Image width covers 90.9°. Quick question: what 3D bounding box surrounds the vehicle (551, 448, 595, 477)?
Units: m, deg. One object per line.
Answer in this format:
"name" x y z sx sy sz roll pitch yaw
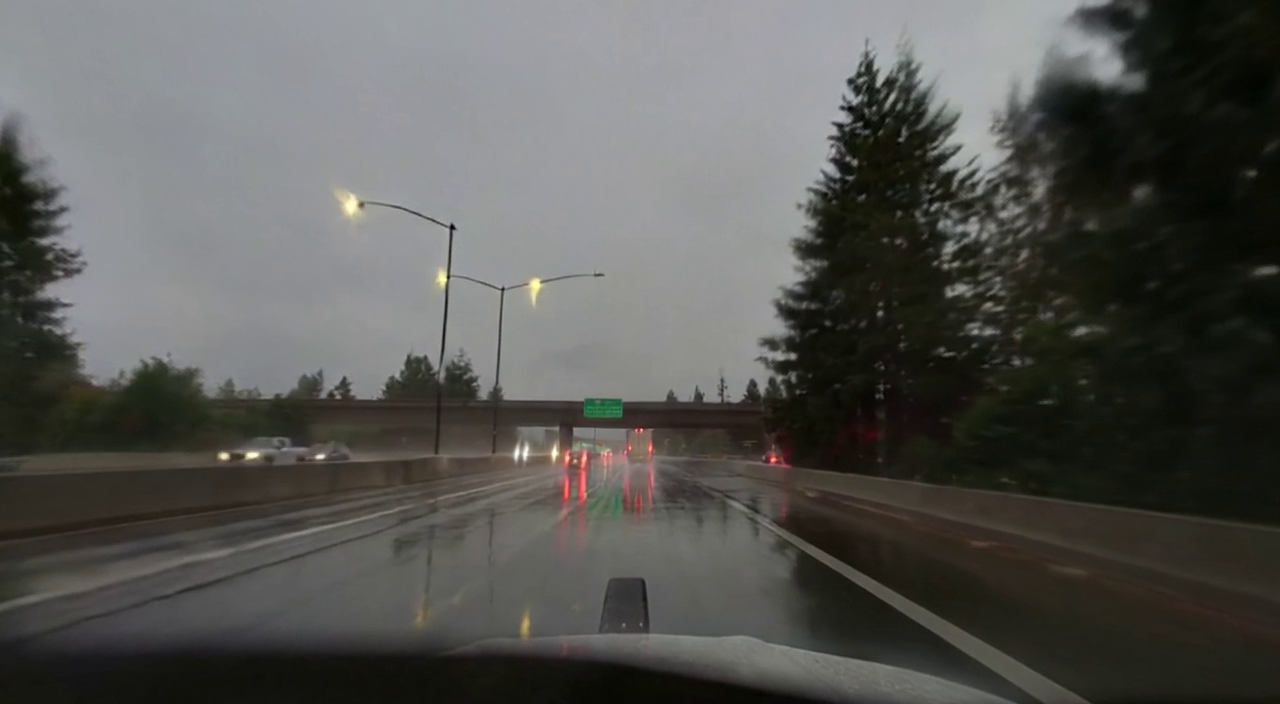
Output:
"vehicle" -3.754 6.279 36.037 2.070 1.564 4.145 0 -9 0

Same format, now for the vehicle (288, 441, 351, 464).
"vehicle" -24.244 7.681 47.929 1.992 1.635 5.180 0 -9 1

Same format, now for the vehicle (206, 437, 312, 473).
"vehicle" -24.296 6.617 40.659 2.415 2.092 6.732 0 -9 2
